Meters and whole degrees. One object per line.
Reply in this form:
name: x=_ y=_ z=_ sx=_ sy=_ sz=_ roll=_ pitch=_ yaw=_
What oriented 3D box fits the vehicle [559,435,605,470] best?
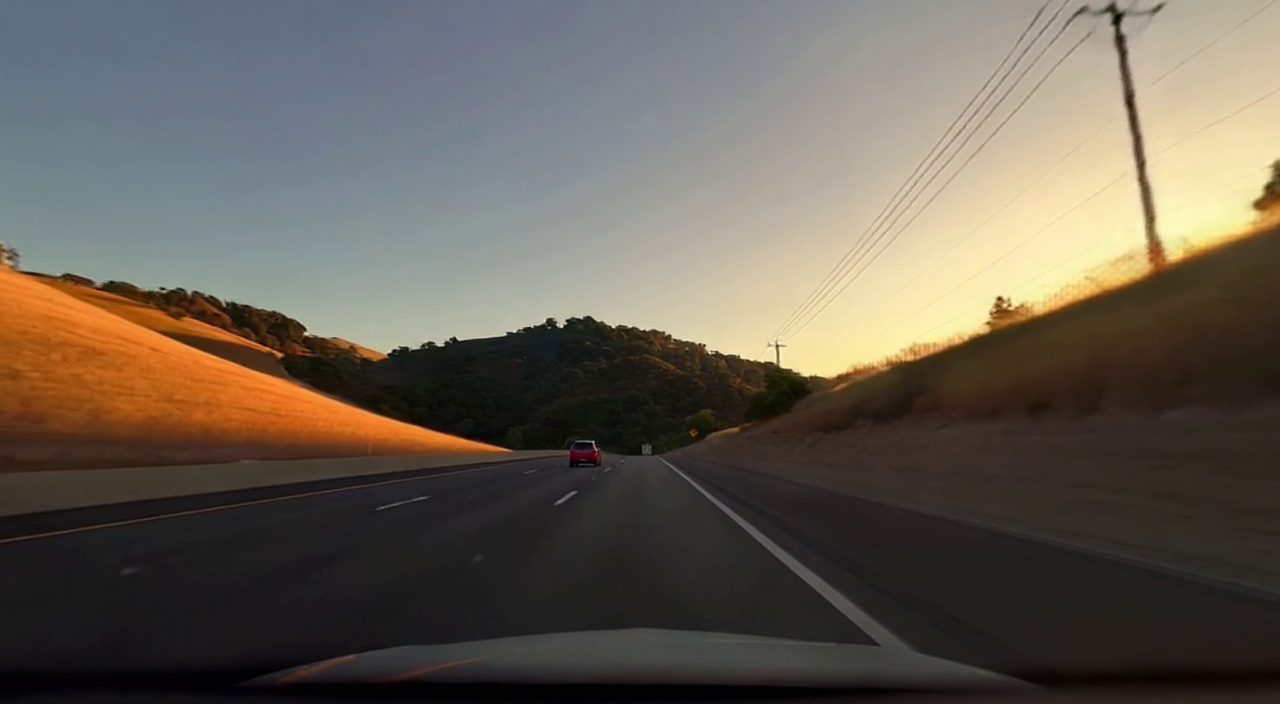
vehicle: x=-3.202 y=5.695 z=35.876 sx=2.136 sy=1.845 sz=4.515 roll=0 pitch=-8 yaw=1
